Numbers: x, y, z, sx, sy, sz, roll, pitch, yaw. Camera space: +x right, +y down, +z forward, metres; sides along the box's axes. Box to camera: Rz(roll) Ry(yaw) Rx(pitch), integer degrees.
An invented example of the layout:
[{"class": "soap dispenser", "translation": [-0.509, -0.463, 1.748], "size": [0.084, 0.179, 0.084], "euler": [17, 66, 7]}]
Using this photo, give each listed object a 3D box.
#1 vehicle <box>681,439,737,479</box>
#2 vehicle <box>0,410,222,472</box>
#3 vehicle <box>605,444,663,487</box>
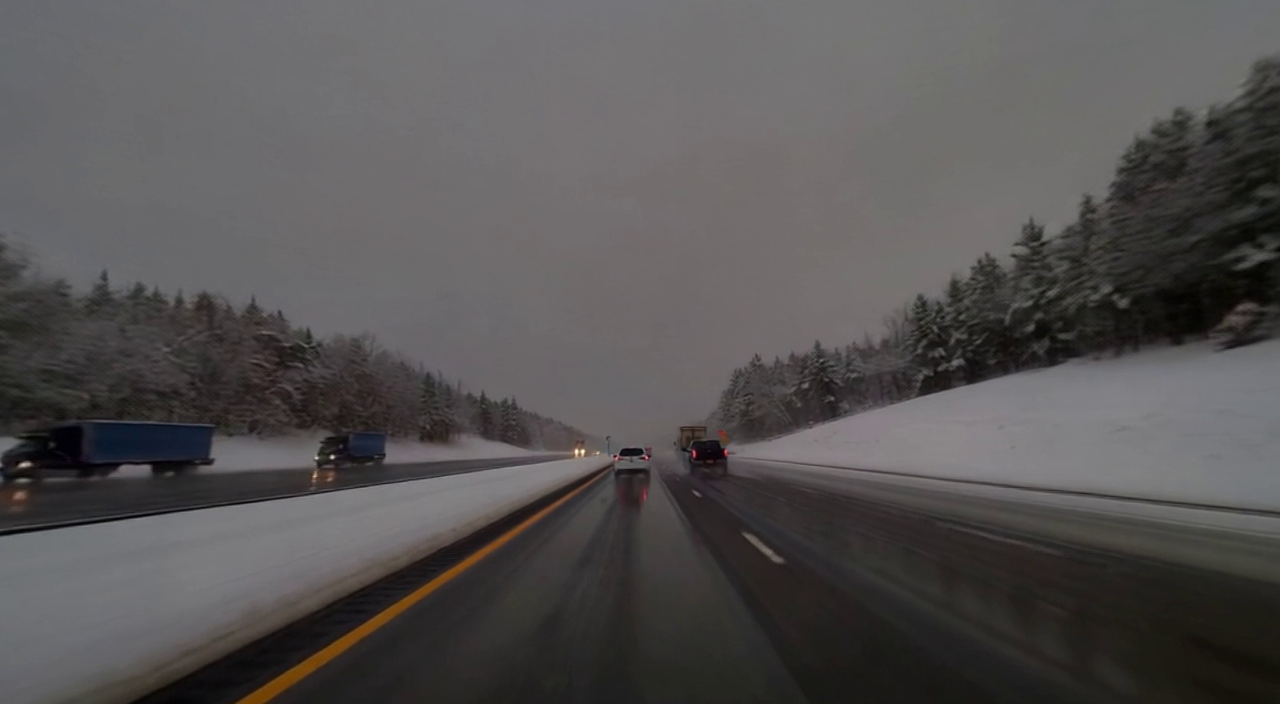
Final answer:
[{"class": "vehicle", "translation": [3.134, 4.981, 29.503], "size": [2.048, 1.704, 4.284], "euler": [0, -9, -1]}, {"class": "vehicle", "translation": [-35.823, 6.294, 43.725], "size": [2.892, 3.450, 16.147], "euler": [0, -9, -1]}, {"class": "vehicle", "translation": [-0.211, 4.127, 23.121], "size": [1.970, 1.441, 3.846], "euler": [0, -9, 0]}]
